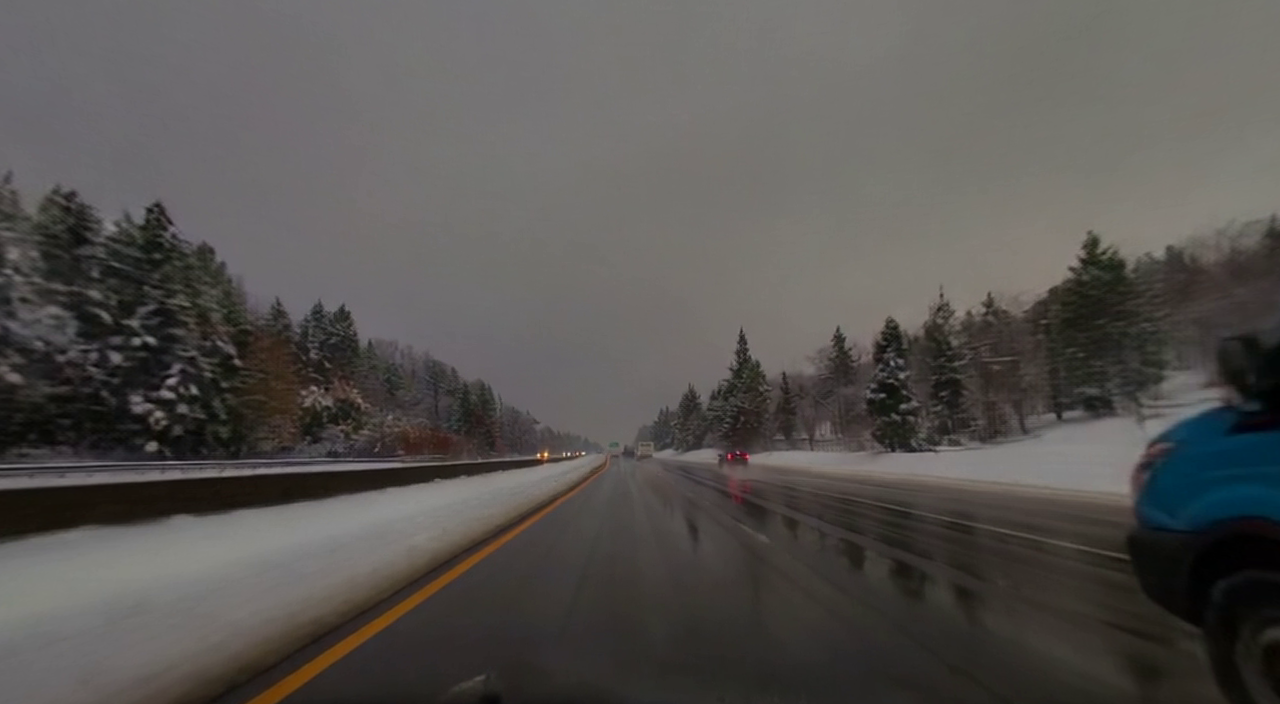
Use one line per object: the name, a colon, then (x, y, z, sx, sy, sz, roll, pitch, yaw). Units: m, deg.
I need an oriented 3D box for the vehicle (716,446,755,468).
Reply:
vehicle: (6.713, 7.421, 44.612, 1.942, 1.462, 3.926, 0, -9, -3)
